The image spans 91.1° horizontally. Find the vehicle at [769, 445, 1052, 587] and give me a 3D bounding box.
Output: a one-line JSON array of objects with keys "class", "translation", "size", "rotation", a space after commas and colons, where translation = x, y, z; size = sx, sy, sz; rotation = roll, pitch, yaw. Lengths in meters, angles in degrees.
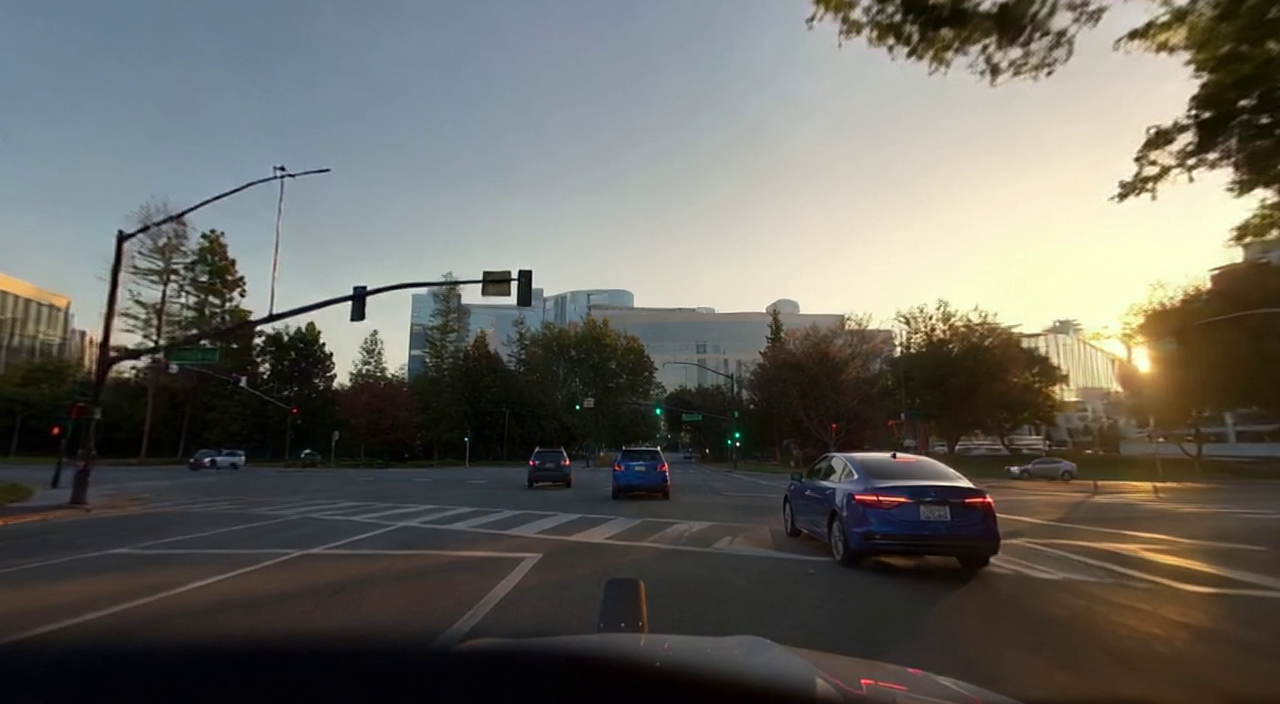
[{"class": "vehicle", "translation": [3.333, 2.084, 8.955], "size": [2.056, 1.468, 4.520], "rotation": [0, -9, 0]}]

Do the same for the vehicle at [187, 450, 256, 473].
[{"class": "vehicle", "translation": [-31.335, 8.150, 46.974], "size": [4.422, 1.605, 1.955], "rotation": [-3, -9, 20]}]

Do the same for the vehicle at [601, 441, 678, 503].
[{"class": "vehicle", "translation": [0.006, 3.602, 19.259], "size": [2.108, 1.654, 4.235], "rotation": [0, -9, 0]}]

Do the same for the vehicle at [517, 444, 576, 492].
[{"class": "vehicle", "translation": [-3.452, 4.326, 23.854], "size": [1.987, 1.633, 4.005], "rotation": [1, -9, -6]}]
